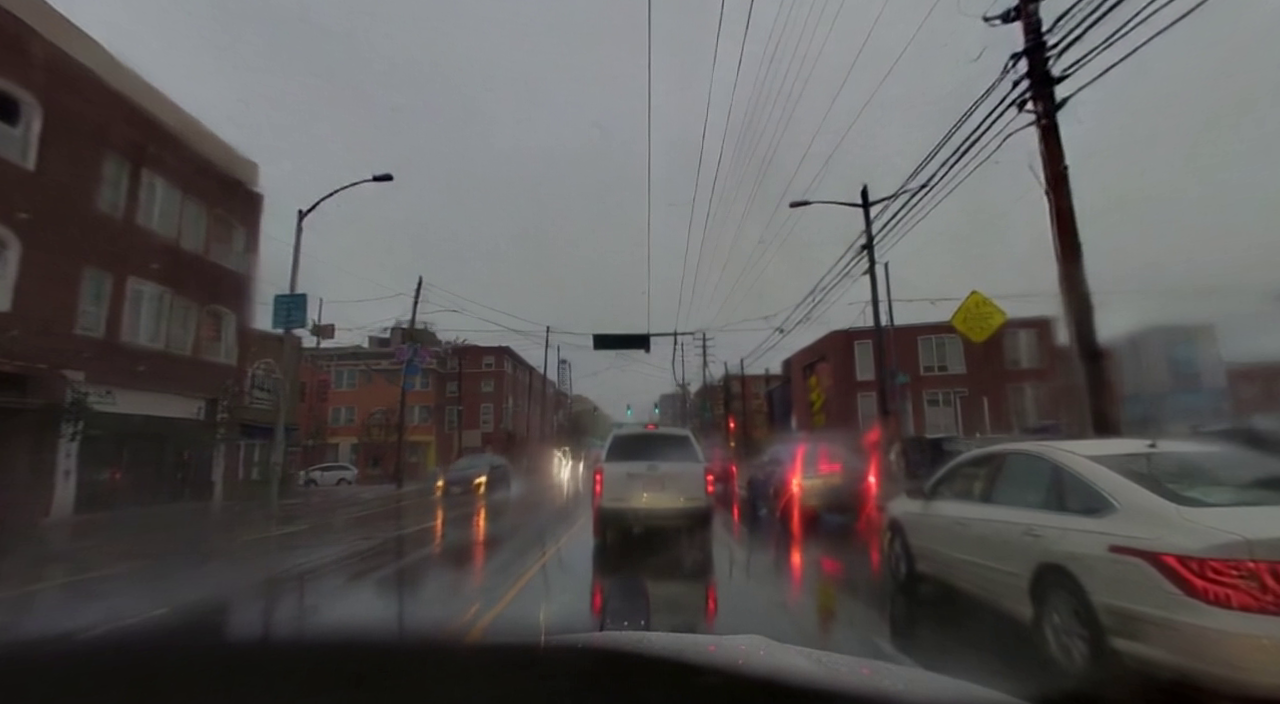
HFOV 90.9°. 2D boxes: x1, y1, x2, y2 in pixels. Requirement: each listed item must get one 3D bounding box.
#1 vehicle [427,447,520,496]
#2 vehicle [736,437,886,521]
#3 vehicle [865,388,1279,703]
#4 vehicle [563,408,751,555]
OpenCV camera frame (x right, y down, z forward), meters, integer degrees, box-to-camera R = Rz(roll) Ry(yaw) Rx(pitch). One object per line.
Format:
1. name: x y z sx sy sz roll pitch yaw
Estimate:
1. vehicle: -5.743 4.160 22.331 2.014 1.538 4.275 -1 -9 2
2. vehicle: 3.327 2.556 13.226 1.970 1.452 4.227 0 -9 0
3. vehicle: 3.329 1.229 4.560 1.906 1.578 4.020 0 -9 0
4. vehicle: 0.178 1.848 9.629 2.232 1.736 4.036 0 -9 -1
